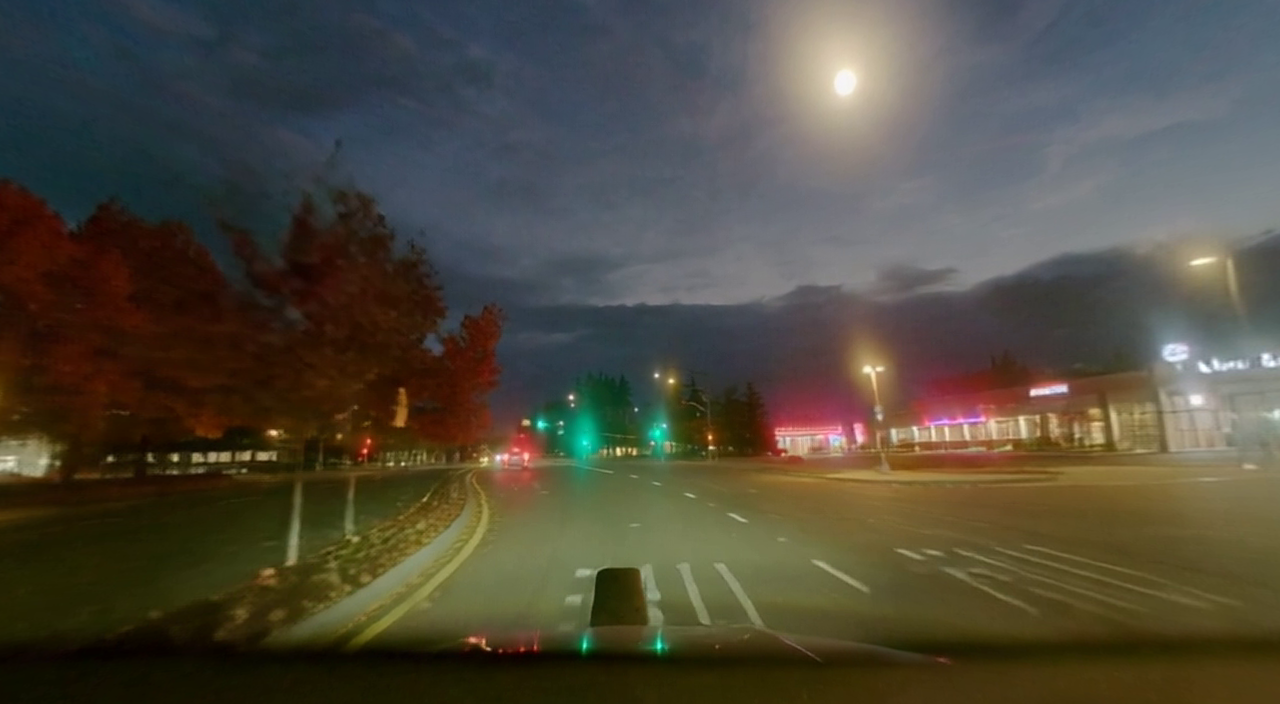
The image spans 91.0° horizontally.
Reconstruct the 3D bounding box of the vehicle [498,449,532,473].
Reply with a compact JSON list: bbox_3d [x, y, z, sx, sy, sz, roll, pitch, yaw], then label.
[{"bbox_3d":[-8.394,7.256,41.960,2.018,1.512,4.304,2,-10,-13],"label":"vehicle"}]
